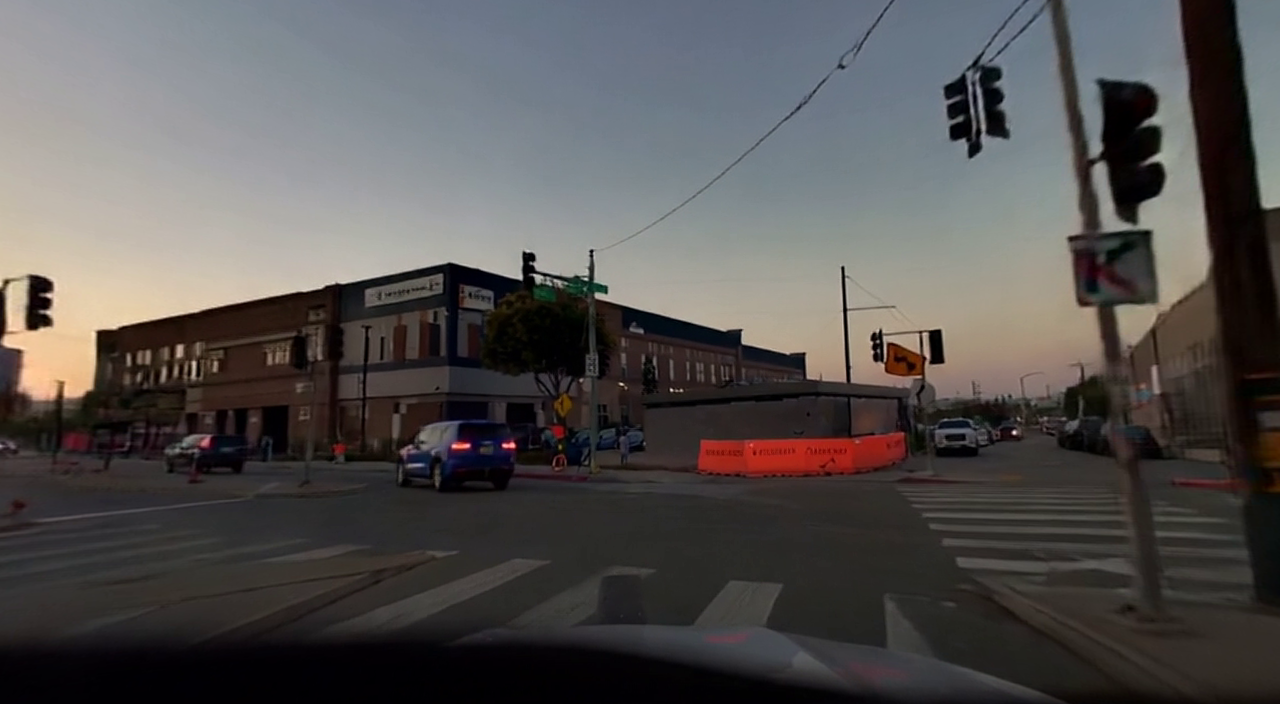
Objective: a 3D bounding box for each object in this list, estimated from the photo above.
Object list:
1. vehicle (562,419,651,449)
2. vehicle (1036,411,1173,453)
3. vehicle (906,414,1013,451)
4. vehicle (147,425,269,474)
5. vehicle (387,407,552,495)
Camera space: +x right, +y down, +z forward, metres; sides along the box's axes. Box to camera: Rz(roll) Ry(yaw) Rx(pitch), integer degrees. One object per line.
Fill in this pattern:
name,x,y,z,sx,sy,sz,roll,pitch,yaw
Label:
vehicle,-2.088,5.070,39.004,5.080,1.766,2.272,-5,-8,31
vehicle,20.334,3.569,27.941,4.550,1.704,1.922,-5,-9,28
vehicle,15.373,3.929,30.580,4.382,1.688,1.937,-4,-9,26
vehicle,-18.656,4.187,27.205,5.548,1.911,2.206,-5,-10,32
vehicle,-4.533,2.499,16.208,2.256,1.859,5.118,6,-10,-37
